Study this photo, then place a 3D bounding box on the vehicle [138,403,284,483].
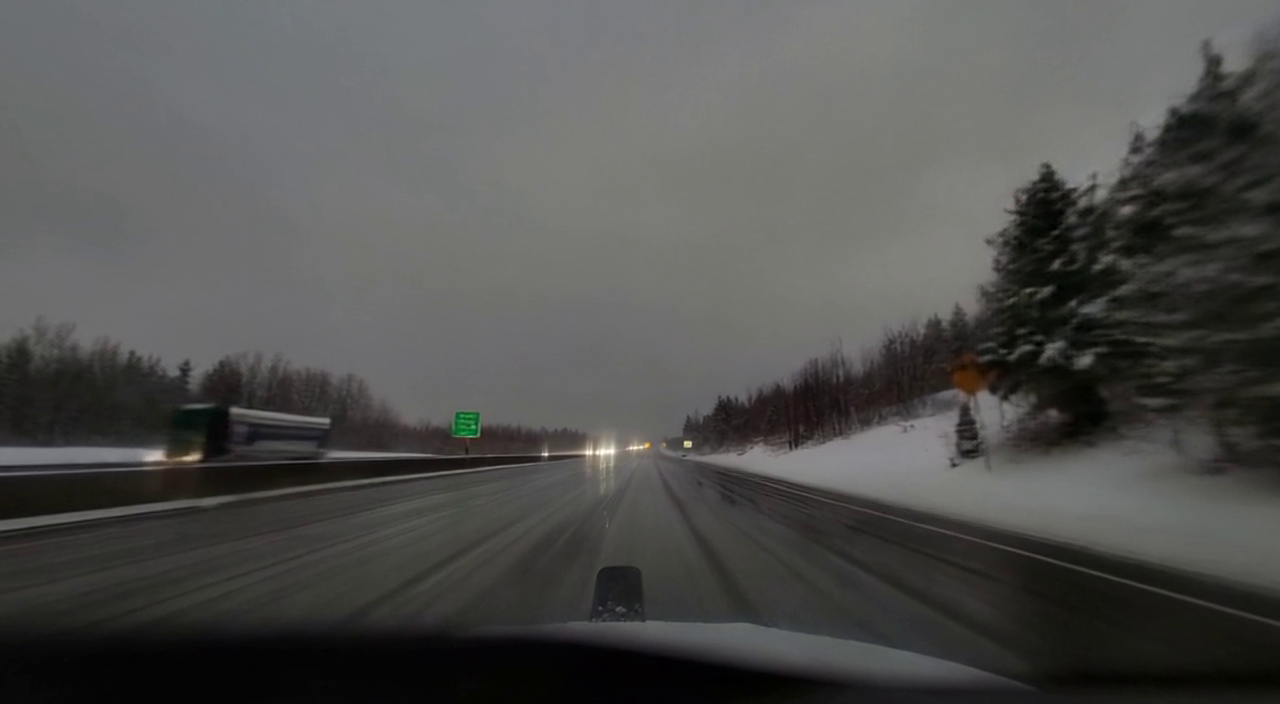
[{"bbox_3d":[-22.900,4.956,34.225,3.231,3.906,6.300,0,-9,1],"label":"vehicle"}]
